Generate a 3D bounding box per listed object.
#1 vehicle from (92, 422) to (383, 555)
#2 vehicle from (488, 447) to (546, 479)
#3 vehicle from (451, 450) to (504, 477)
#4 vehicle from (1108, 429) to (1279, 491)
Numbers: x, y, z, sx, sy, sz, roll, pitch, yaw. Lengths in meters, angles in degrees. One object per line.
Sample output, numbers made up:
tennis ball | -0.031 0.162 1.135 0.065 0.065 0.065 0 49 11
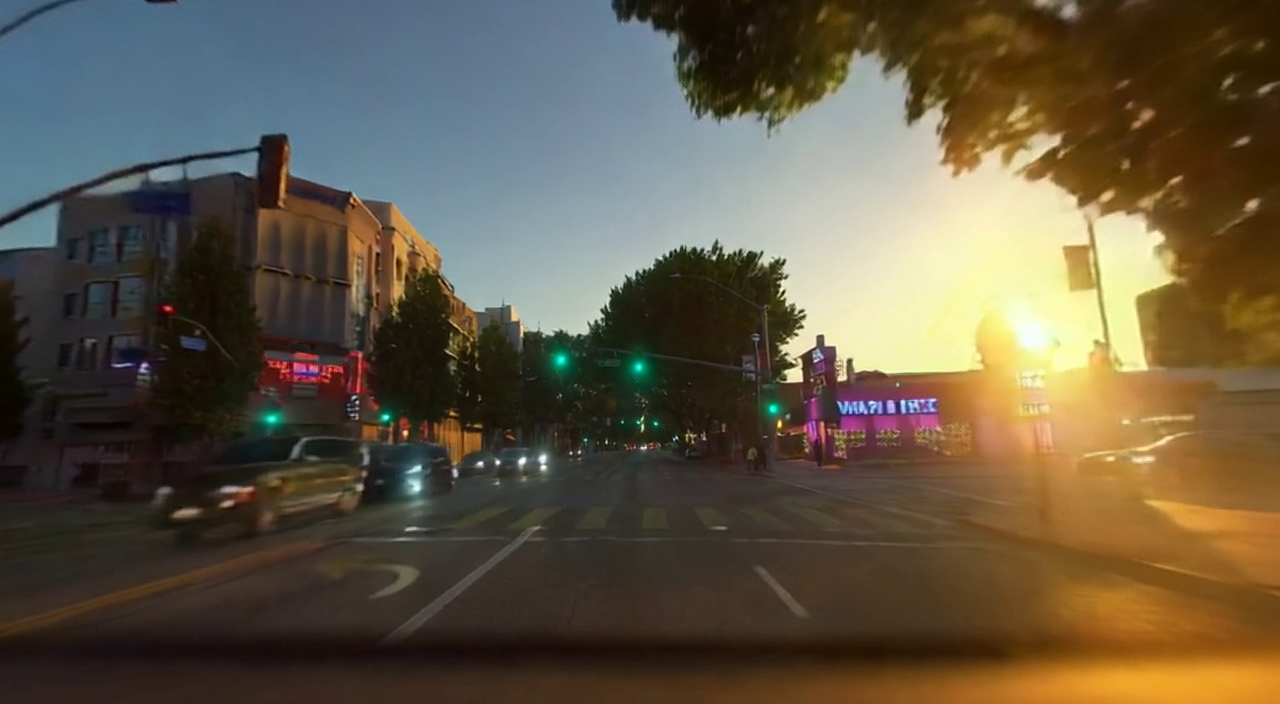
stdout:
vehicle | -6.321 2.160 10.731 2.041 1.756 4.392 0 -8 0
vehicle | -6.137 5.537 31.868 2.007 1.478 4.328 0 -8 1
vehicle | -10.049 6.932 39.300 1.919 1.518 4.360 -1 -8 3
vehicle | 16.583 3.099 18.301 4.299 1.679 2.011 0 -8 1
